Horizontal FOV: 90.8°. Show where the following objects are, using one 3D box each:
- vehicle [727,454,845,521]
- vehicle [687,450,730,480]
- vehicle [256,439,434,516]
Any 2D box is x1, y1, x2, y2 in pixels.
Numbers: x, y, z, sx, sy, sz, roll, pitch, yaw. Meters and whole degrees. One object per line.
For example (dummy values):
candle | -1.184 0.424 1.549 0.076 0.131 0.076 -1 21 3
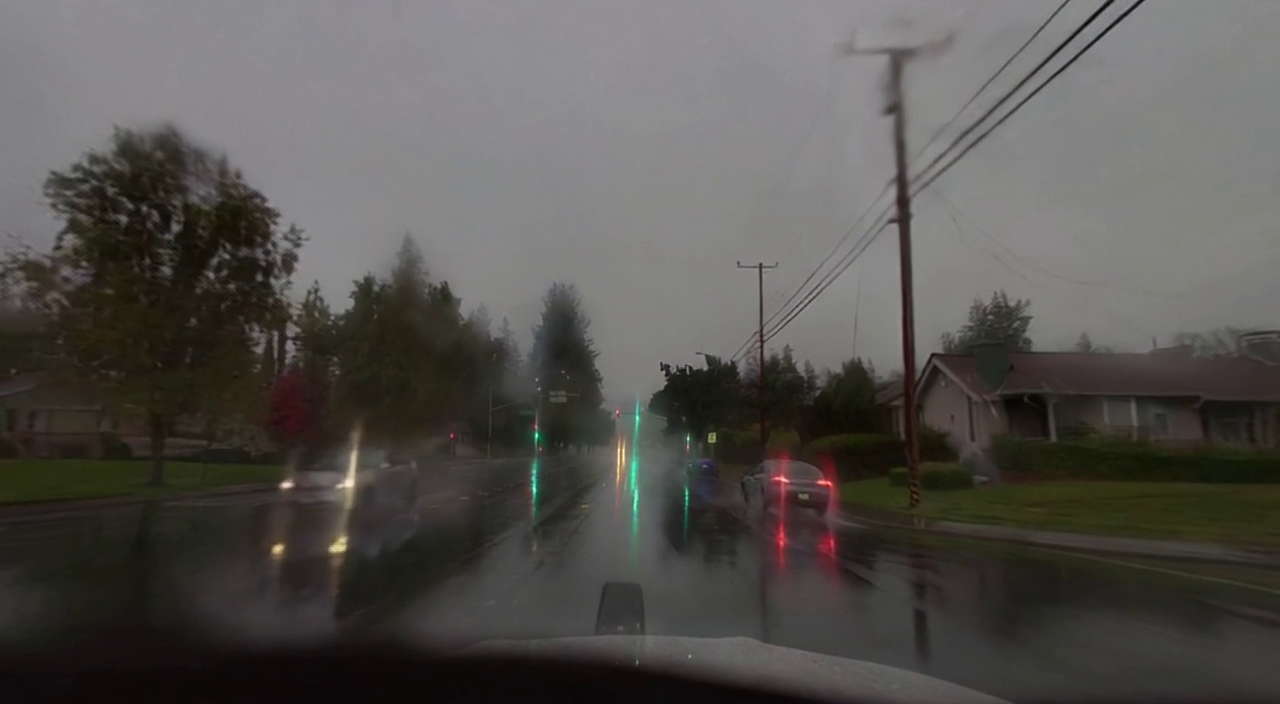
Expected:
vehicle | 3.777 3.577 17.290 2.031 1.500 4.590 1 -9 -1
vehicle | 4.034 6.746 38.037 2.020 1.690 4.621 1 -9 -1
vehicle | -6.535 2.803 14.666 2.049 1.494 4.226 0 -9 0
